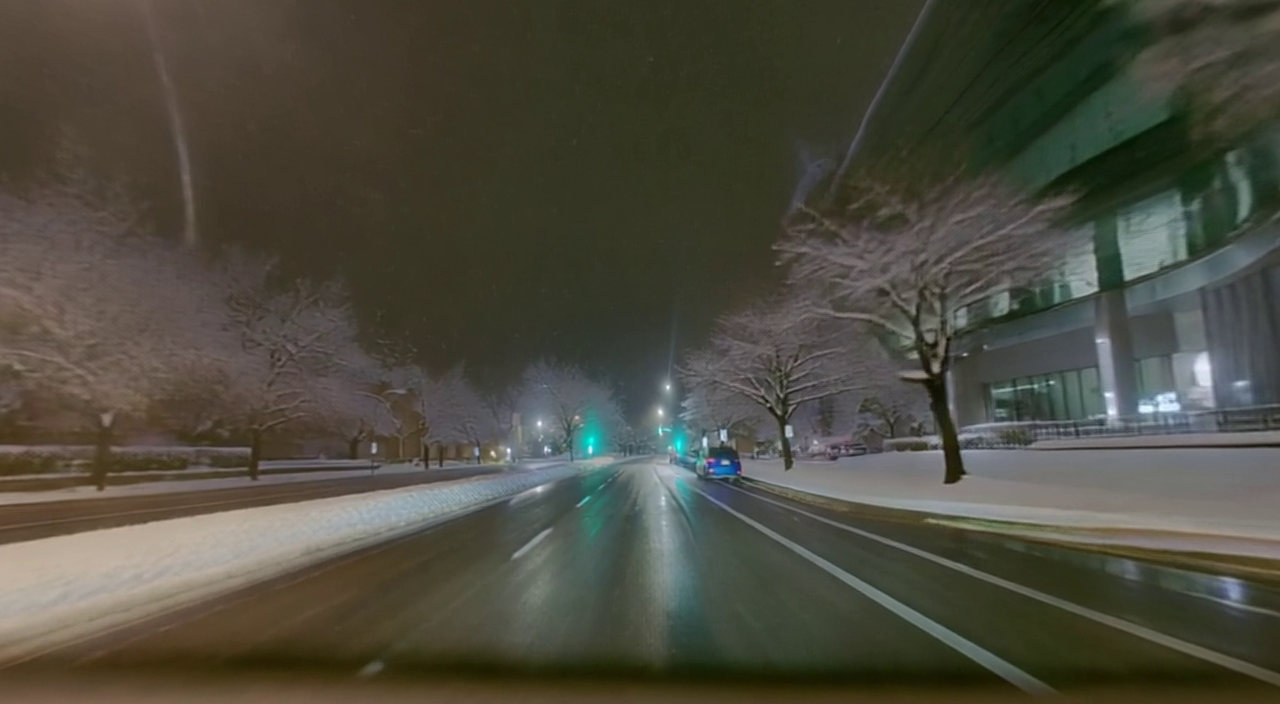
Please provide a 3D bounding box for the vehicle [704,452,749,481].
[{"bbox_3d":[4.856,6.504,36.072,1.909,1.503,4.368,0,-8,0],"label":"vehicle"}]
